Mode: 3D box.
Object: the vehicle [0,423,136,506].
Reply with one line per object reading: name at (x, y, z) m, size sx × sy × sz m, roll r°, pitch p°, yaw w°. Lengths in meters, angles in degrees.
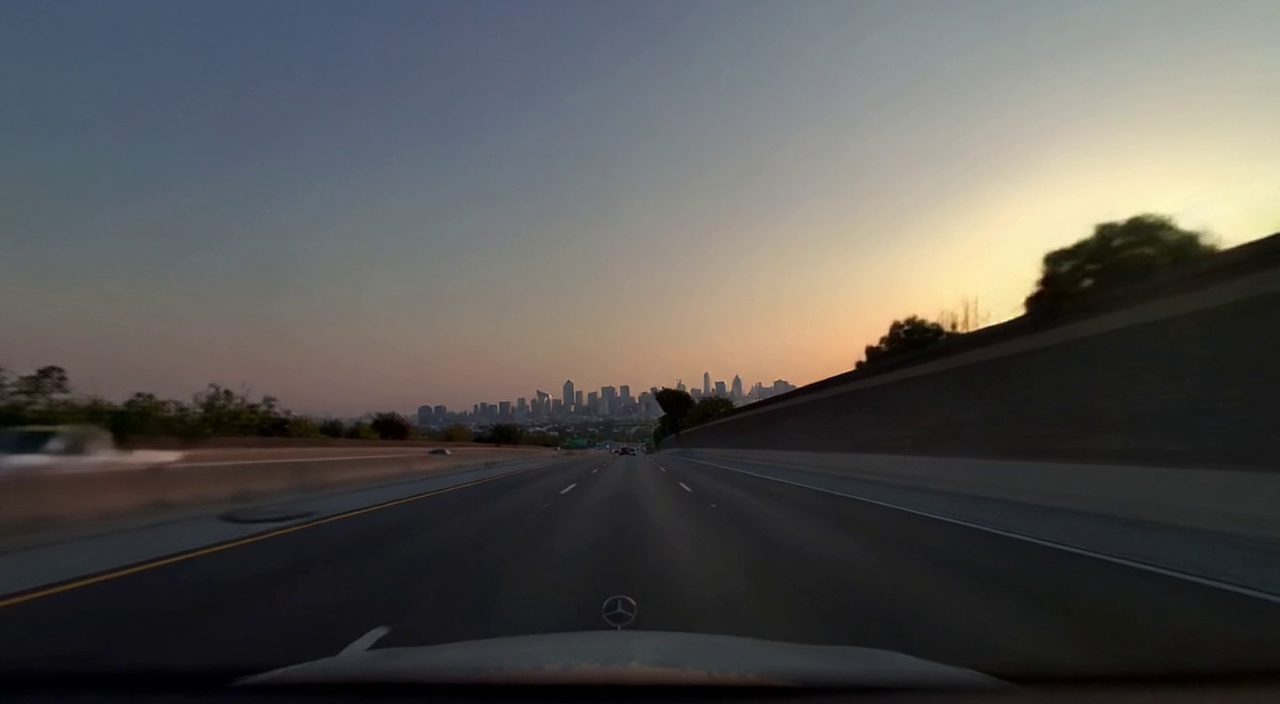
vehicle at (-15.476, 2.603, 14.659) m, size 2.475 × 1.824 × 6.214 m, roll -1°, pitch -8°, yaw -1°
